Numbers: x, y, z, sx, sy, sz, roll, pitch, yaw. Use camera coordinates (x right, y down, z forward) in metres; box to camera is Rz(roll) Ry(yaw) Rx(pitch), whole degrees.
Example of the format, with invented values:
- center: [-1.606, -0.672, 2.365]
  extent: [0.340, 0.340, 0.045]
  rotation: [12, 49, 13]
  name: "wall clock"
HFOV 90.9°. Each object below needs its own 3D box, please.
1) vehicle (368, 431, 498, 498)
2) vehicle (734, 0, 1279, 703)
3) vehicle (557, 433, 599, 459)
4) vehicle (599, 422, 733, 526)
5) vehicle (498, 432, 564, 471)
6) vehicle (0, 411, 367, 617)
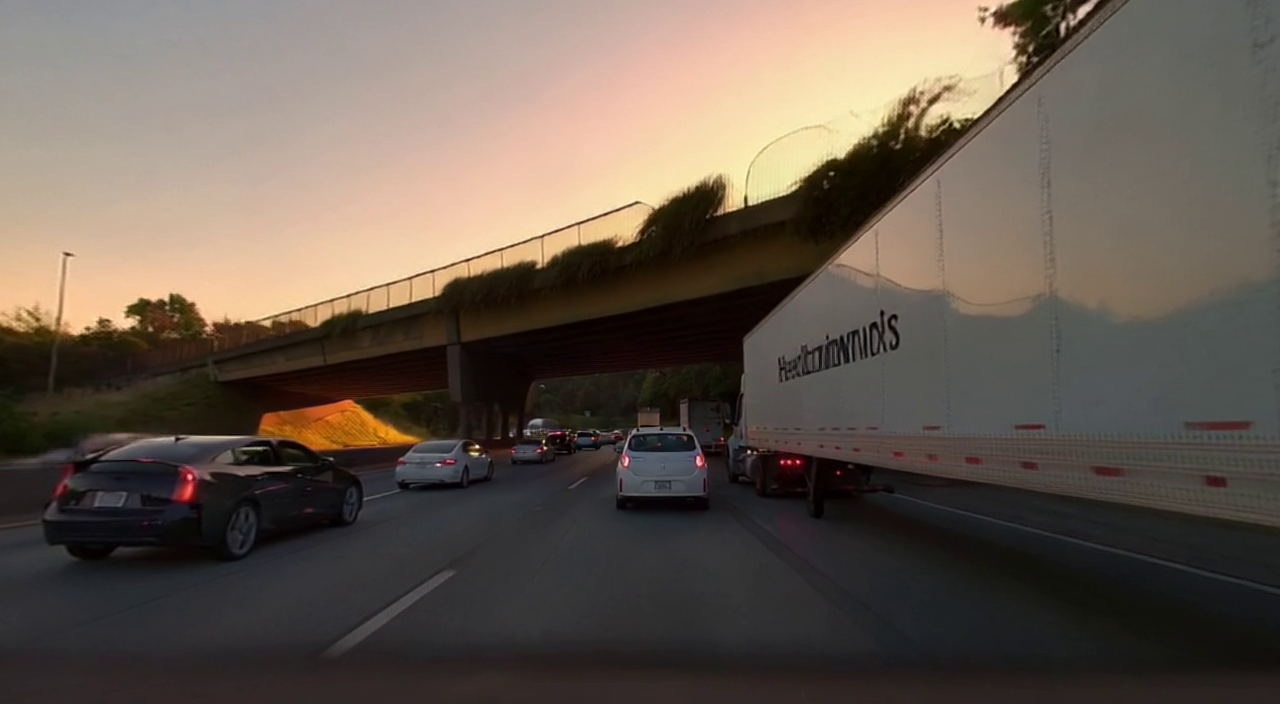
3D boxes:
- center: [-5.025, 2.747, 15.940]
  extent: [1.880, 1.458, 3.978]
  rotation: [0, -8, 1]
  name: "vehicle"
- center: [4.034, 0.604, 9.898]
  extent: [2.817, 3.989, 14.321]
  rotation: [0, -8, -1]
  name: "vehicle"
- center: [-3.795, 5.815, 39.211]
  extent: [2.005, 1.475, 4.466]
  rotation: [0, -8, 2]
  name: "vehicle"
- center: [0.351, 2.040, 11.111]
  extent: [1.973, 1.505, 3.568]
  rotation: [0, -8, -1]
  name: "vehicle"
- center: [-4.509, 4.155, 26.731]
  extent: [1.887, 1.493, 4.411]
  rotation: [0, -8, 1]
  name: "vehicle"
- center: [-4.583, 1.455, 6.572]
  extent: [1.821, 1.514, 3.677]
  rotation: [0, -8, 0]
  name: "vehicle"
